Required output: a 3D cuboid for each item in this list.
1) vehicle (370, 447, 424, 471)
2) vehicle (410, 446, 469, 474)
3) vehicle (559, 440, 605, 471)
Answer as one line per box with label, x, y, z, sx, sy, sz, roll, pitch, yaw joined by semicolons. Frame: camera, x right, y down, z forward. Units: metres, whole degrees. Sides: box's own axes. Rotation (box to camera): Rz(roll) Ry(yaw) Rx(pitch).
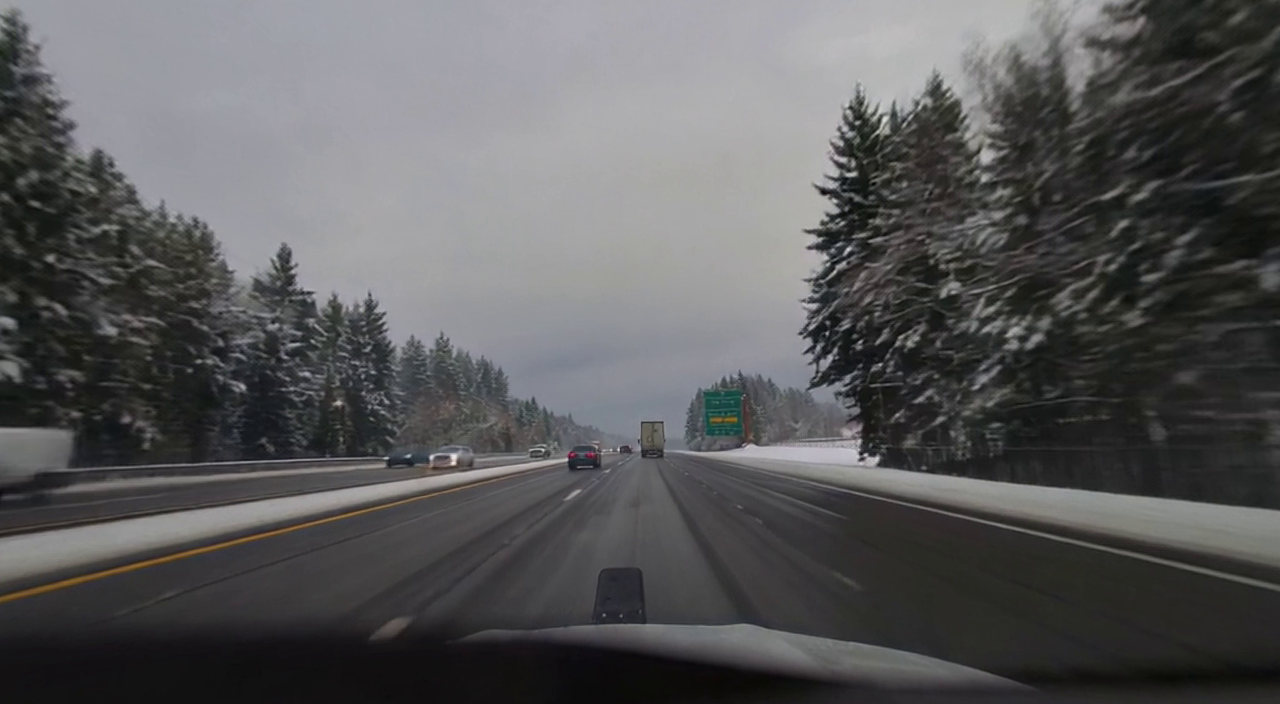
vehicle;-15.982;7.021;41.682;1.757;1.450;4.253;0;-9;1
vehicle;-11.615;6.278;36.883;1.841;1.487;4.687;0;-9;1
vehicle;-3.183;5.779;35.441;2.057;1.618;4.212;0;-9;1
